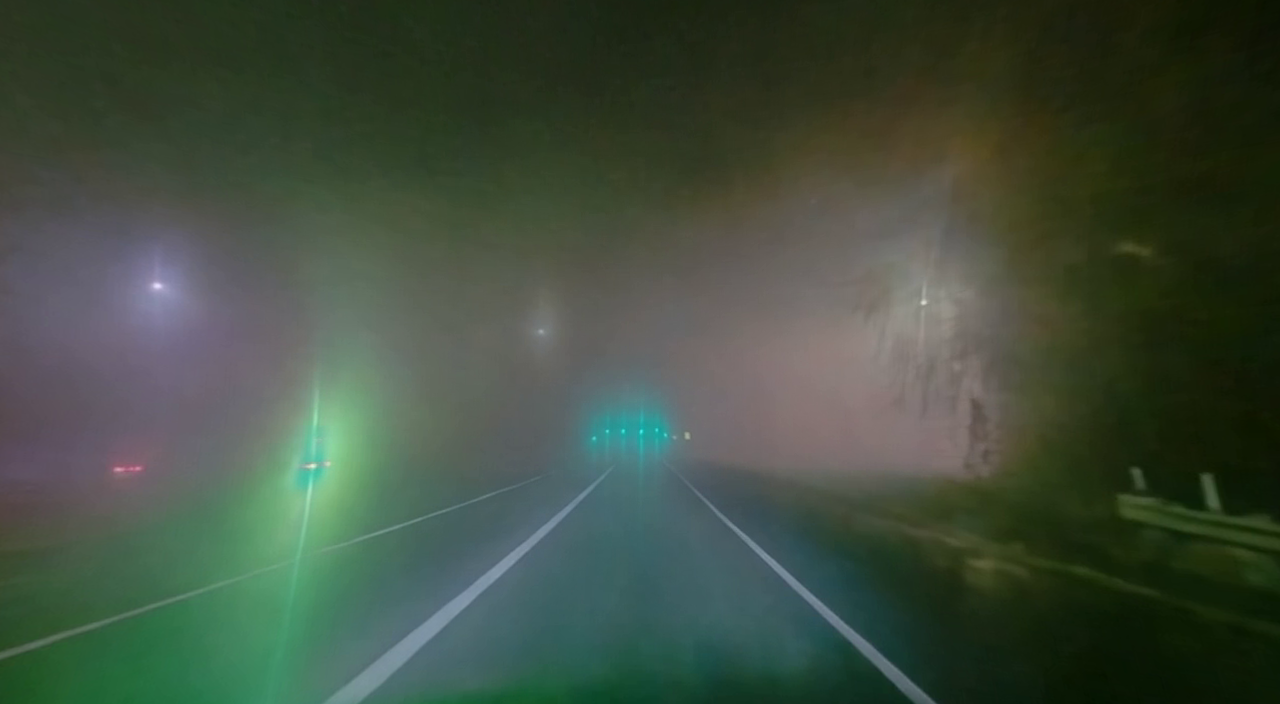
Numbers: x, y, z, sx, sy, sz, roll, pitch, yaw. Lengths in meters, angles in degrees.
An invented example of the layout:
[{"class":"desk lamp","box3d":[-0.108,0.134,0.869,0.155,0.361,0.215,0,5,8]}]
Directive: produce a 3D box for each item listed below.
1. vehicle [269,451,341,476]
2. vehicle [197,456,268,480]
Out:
[{"class":"vehicle","box3d":[-25.786,8.599,48.645,4.495,1.641,1.966,-3,-9,3]},{"class":"vehicle","box3d":[-31.556,8.969,48.871,4.260,1.498,1.850,-3,-8,-1]}]
